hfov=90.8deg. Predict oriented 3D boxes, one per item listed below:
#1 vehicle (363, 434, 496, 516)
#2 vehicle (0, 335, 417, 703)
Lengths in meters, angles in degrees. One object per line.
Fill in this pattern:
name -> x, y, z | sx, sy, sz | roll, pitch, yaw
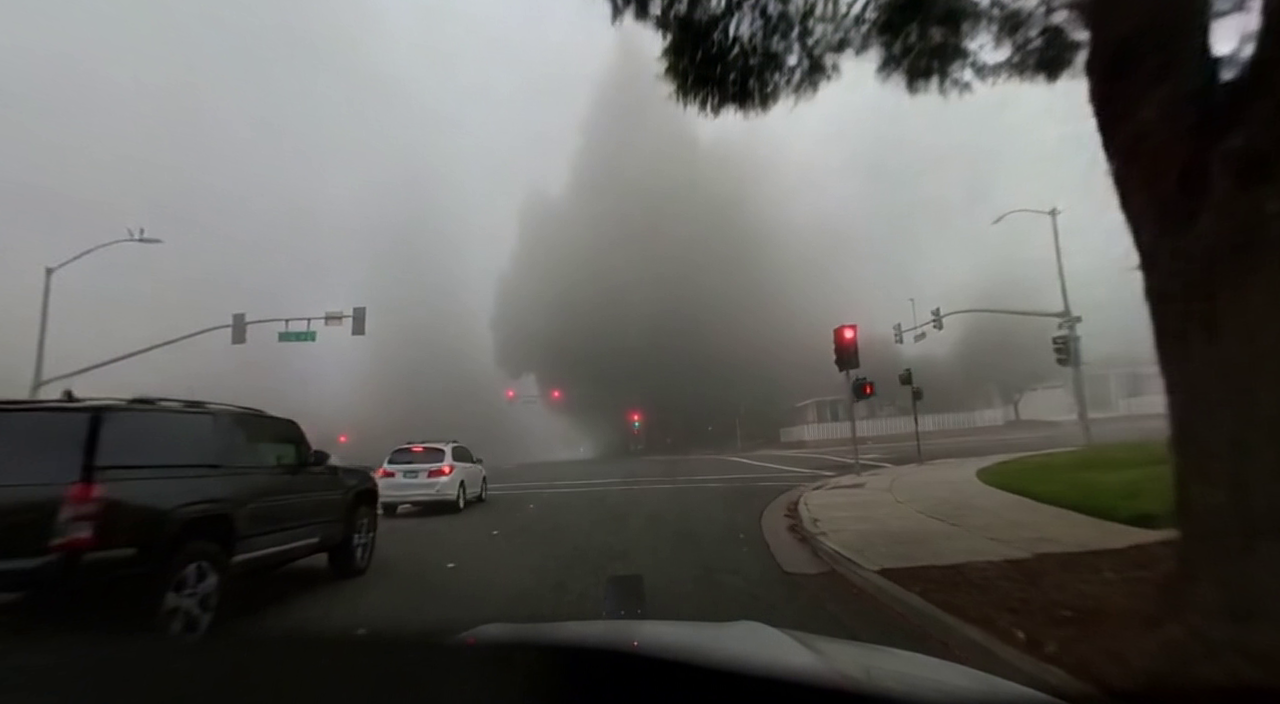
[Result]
vehicle -> -4.447, 2.620, 13.980 | 1.777, 1.537, 3.831 | 0, -9, -3
vehicle -> -3.617, 1.167, 5.188 | 2.041, 1.834, 4.679 | 0, -9, -3
